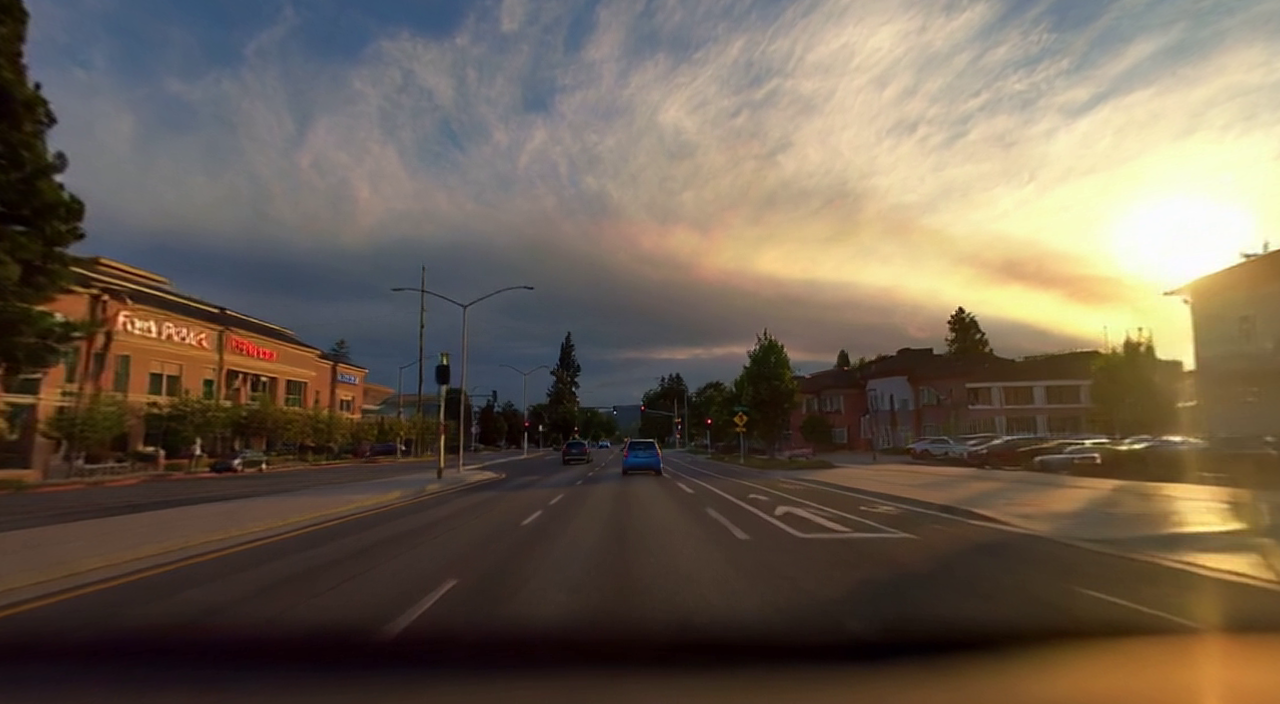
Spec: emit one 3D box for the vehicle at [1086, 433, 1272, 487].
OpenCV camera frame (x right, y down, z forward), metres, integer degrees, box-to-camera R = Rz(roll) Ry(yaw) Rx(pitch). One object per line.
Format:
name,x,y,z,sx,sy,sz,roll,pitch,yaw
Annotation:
vehicle,18.332,3.671,21.666,4.417,1.717,2.073,0,-9,-1

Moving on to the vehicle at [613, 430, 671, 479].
vehicle,0.025,4.410,27.456,2.273,1.909,5.075,0,-9,-1

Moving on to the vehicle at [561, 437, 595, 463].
vehicle,-4.645,7.409,47.858,2.202,1.856,4.516,0,-9,-1

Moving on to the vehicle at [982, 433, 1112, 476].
vehicle,18.478,4.654,28.815,4.475,1.838,2.058,0,-9,-3

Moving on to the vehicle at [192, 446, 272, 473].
vehicle,-26.353,6.974,41.047,2.031,1.622,4.722,0,-9,0
